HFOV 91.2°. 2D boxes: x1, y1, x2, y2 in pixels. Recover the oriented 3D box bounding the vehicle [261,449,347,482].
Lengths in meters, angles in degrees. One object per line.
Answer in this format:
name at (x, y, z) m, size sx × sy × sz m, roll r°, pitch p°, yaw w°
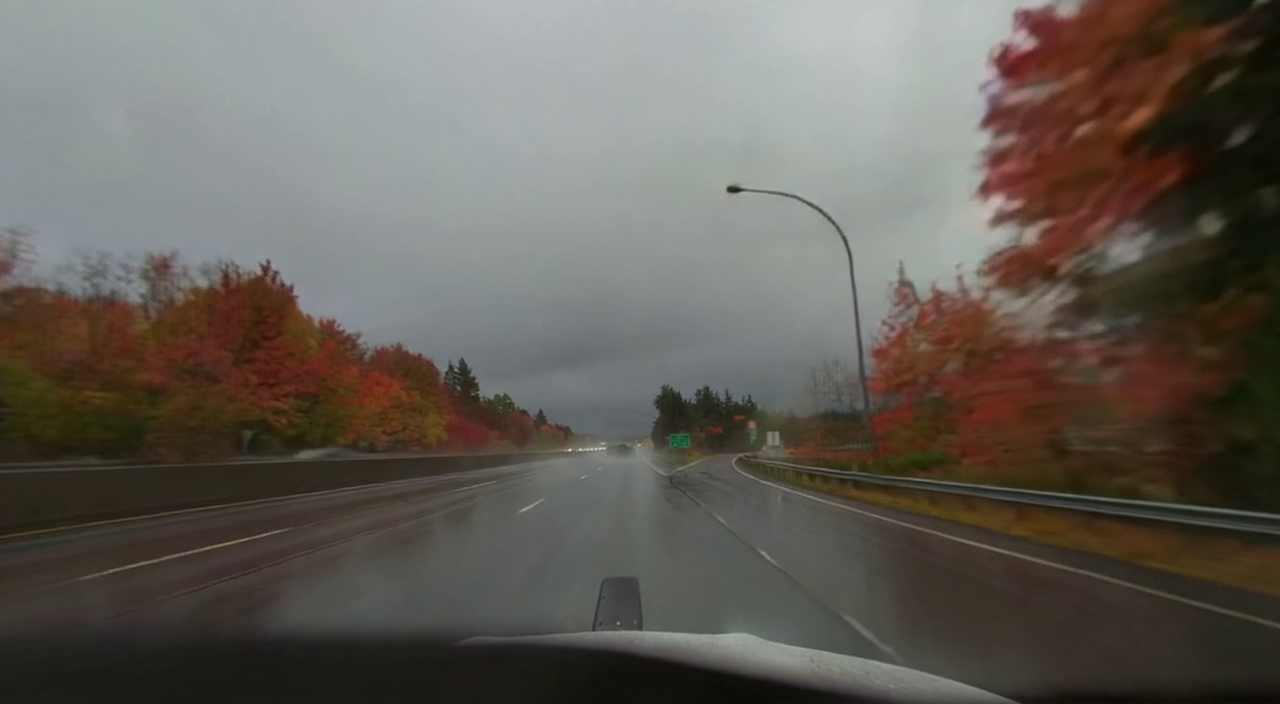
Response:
vehicle at (-16.591, 5.613, 31.212) m, size 1.865 × 1.502 × 4.230 m, roll -1°, pitch -9°, yaw 1°
